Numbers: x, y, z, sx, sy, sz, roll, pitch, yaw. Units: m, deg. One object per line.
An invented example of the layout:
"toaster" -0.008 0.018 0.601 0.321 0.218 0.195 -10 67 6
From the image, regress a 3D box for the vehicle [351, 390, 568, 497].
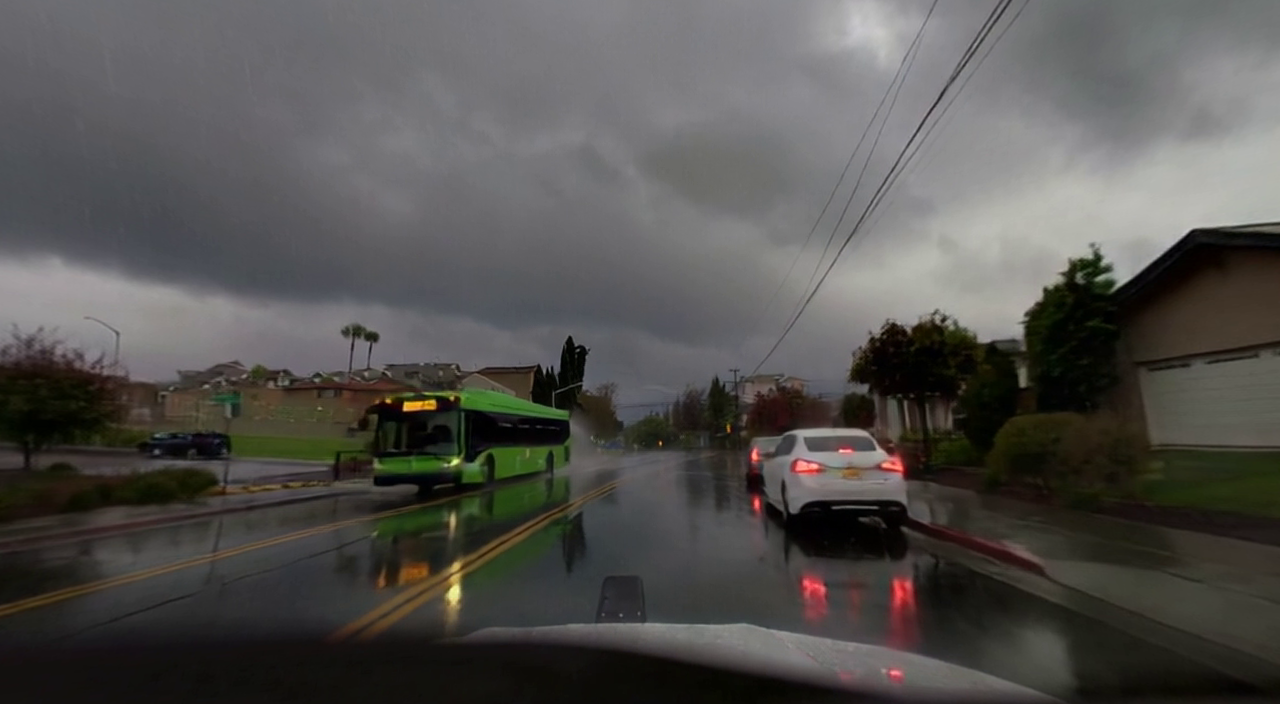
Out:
"vehicle" -6.176 3.711 25.500 3.577 3.168 13.108 -1 -9 7

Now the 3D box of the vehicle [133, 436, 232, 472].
"vehicle" -24.087 5.379 33.488 2.006 1.766 4.685 1 -9 -5

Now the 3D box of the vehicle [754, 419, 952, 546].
"vehicle" 3.089 1.974 10.158 1.984 1.601 3.994 -1 -9 3
